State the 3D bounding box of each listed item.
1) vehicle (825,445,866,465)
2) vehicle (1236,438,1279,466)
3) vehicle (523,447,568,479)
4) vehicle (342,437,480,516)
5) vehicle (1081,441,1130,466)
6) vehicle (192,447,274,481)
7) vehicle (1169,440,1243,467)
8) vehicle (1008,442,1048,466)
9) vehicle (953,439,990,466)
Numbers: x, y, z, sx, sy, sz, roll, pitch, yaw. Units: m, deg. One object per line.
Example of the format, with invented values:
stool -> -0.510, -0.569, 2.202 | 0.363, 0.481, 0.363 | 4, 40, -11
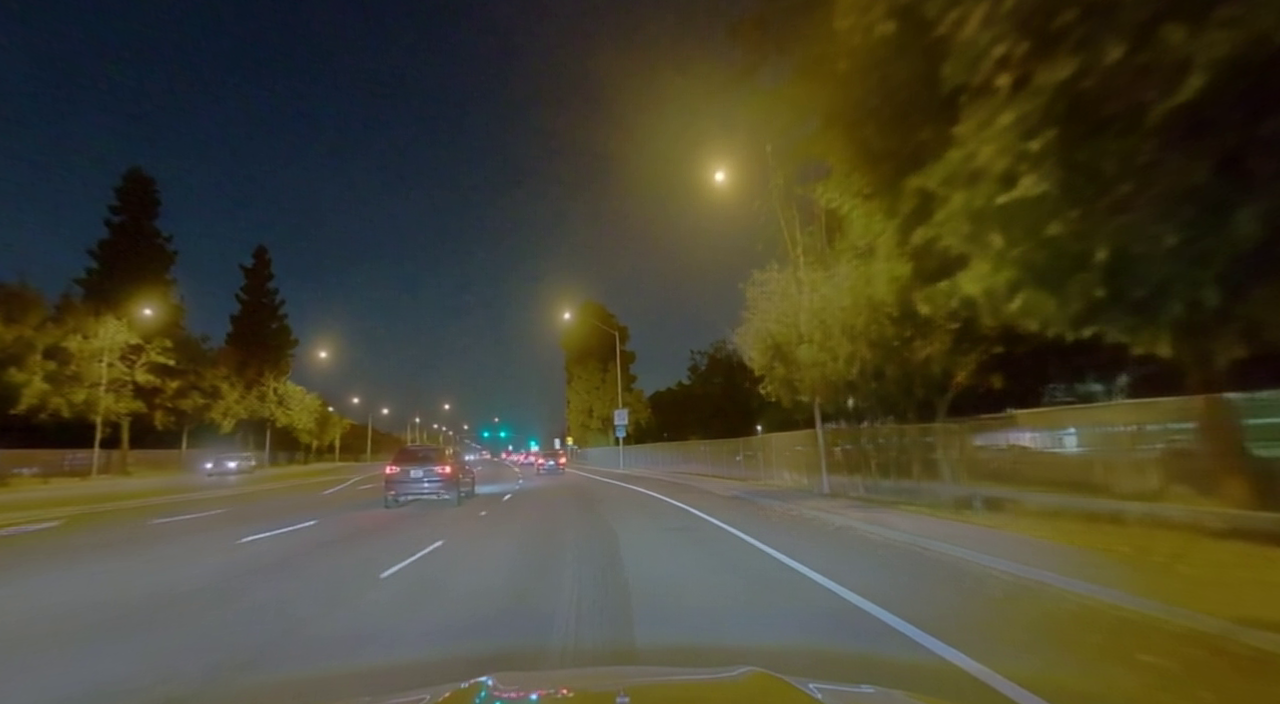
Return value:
vehicle -> 15.896, 7.939, 48.741 | 1.934, 1.423, 4.008 | -6, -11, 34
vehicle -> 35.513, 5.558, 35.169 | 2.095, 1.470, 4.336 | -4, -9, 26
vehicle -> -4.871, 5.698, 32.723 | 2.147, 1.474, 4.083 | 1, -9, -8
vehicle -> -5.548, 3.040, 16.017 | 2.105, 1.676, 4.541 | 1, -8, -5
vehicle -> 28.844, 6.262, 39.259 | 2.027, 1.455, 3.838 | -5, -10, 31
vehicle -> -23.937, 6.578, 37.436 | 2.214, 1.844, 4.822 | 1, -9, -9
vehicle -> 32.847, 5.879, 36.806 | 1.904, 1.432, 4.640 | -4, -9, 25
vehicle -> 25.496, 6.688, 41.653 | 1.863, 1.456, 4.250 | -4, -9, 27
vehicle -> 23.022, 6.919, 43.734 | 1.942, 1.726, 5.194 | -5, -10, 29
